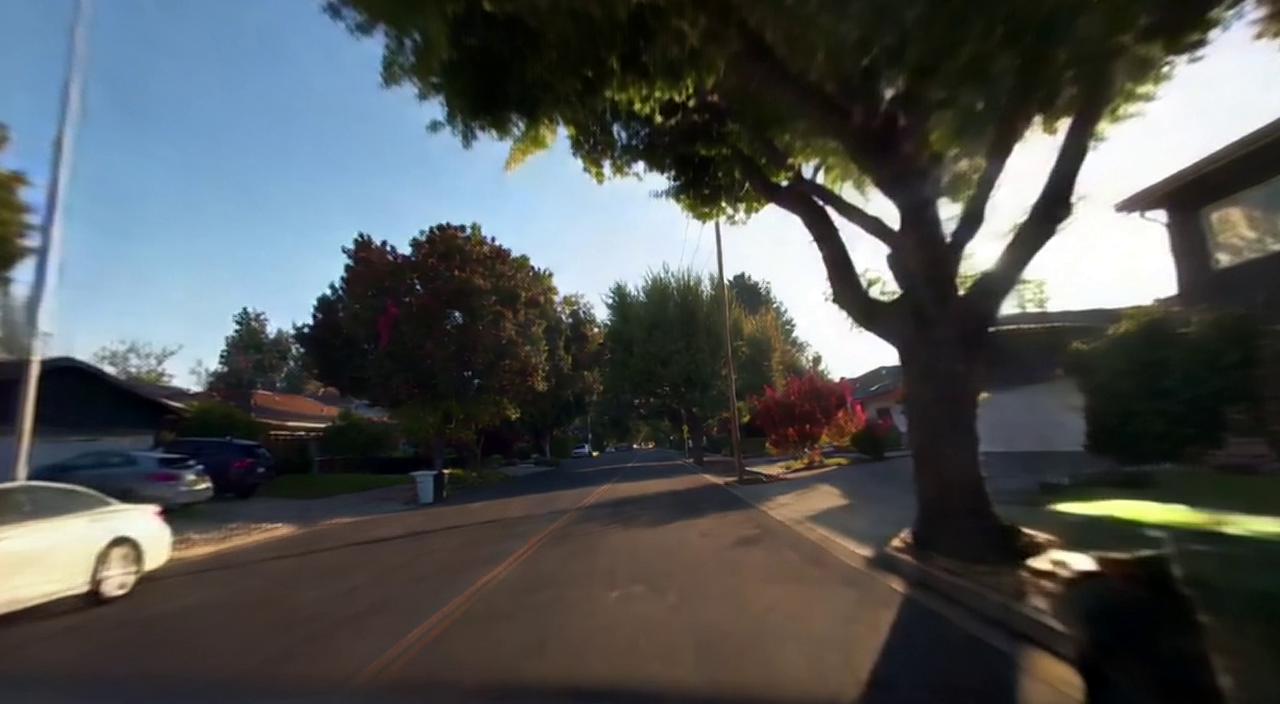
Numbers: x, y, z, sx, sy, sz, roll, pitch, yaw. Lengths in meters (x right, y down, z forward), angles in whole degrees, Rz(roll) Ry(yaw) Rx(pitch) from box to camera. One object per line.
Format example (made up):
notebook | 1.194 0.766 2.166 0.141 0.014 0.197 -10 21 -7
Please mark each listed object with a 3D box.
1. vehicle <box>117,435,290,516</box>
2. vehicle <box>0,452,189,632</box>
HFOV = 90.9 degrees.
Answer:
vehicle | -12.796 3.546 18.916 2.085 1.904 4.521 -5 -7 -1
vehicle | -6.505 1.759 5.559 1.880 1.458 4.292 -4 -7 1
